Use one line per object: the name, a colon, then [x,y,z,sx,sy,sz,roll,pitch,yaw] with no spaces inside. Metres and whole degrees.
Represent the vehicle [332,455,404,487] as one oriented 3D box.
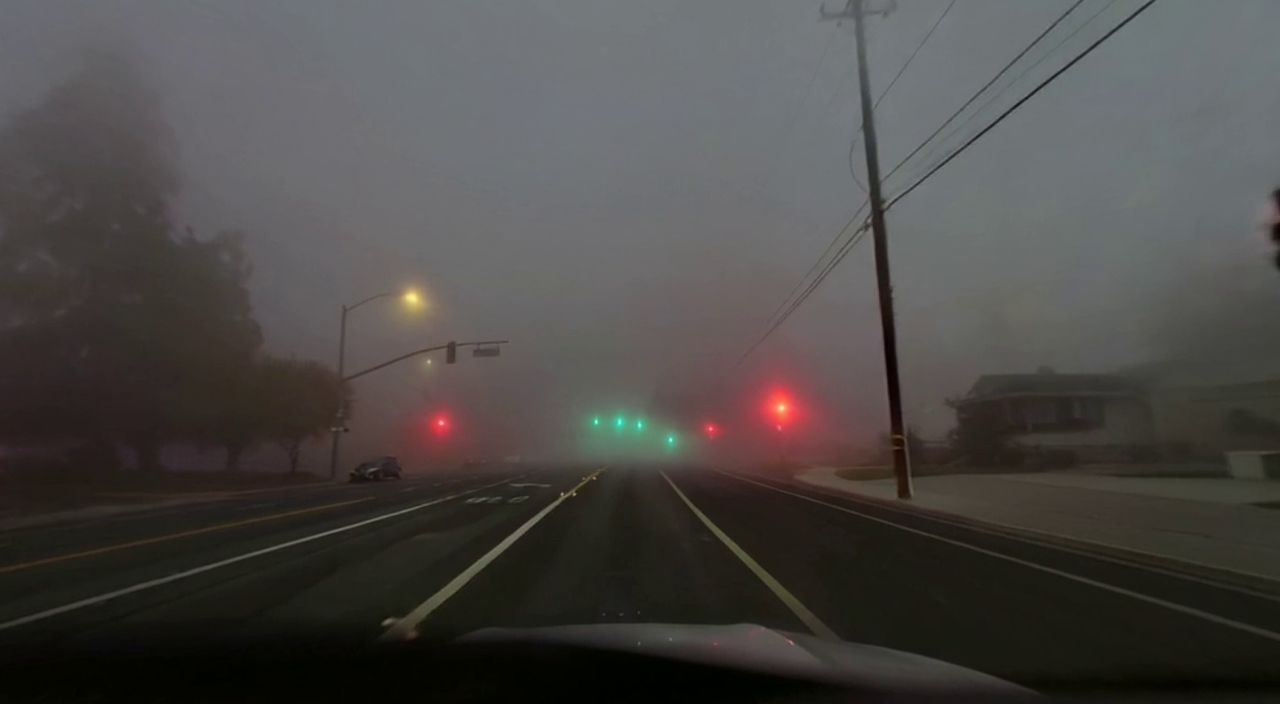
vehicle: [-14.121,6.158,33.053,1.888,1.470,4.282,0,-9,0]
